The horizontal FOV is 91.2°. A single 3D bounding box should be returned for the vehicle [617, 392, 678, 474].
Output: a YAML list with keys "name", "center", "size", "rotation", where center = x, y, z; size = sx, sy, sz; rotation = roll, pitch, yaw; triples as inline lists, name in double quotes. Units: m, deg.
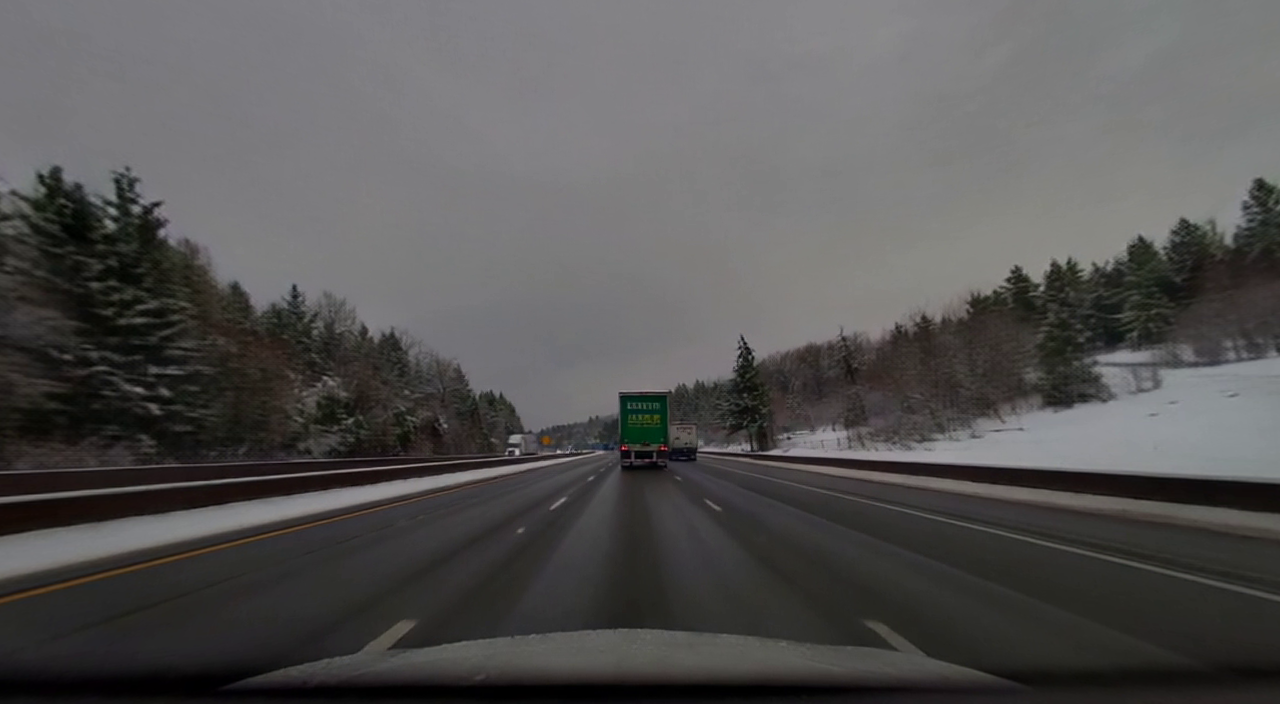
- name: "vehicle"
  center: [0.356, 4.833, 36.653]
  size: [3.057, 4.073, 10.792]
  rotation: [0, -9, 0]
